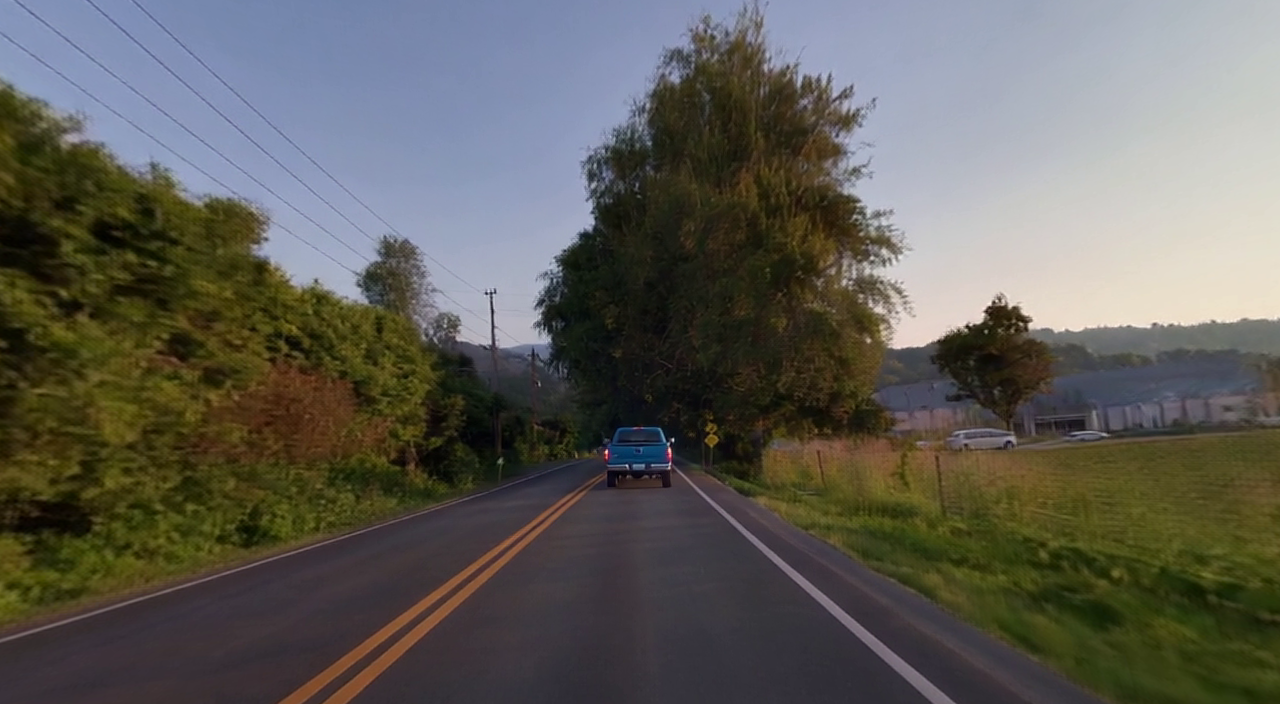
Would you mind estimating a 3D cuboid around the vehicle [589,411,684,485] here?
[{"bbox_3d":[-0.143,3.610,23.907,3.021,2.326,7.410,0,-8,-1],"label":"vehicle"}]
